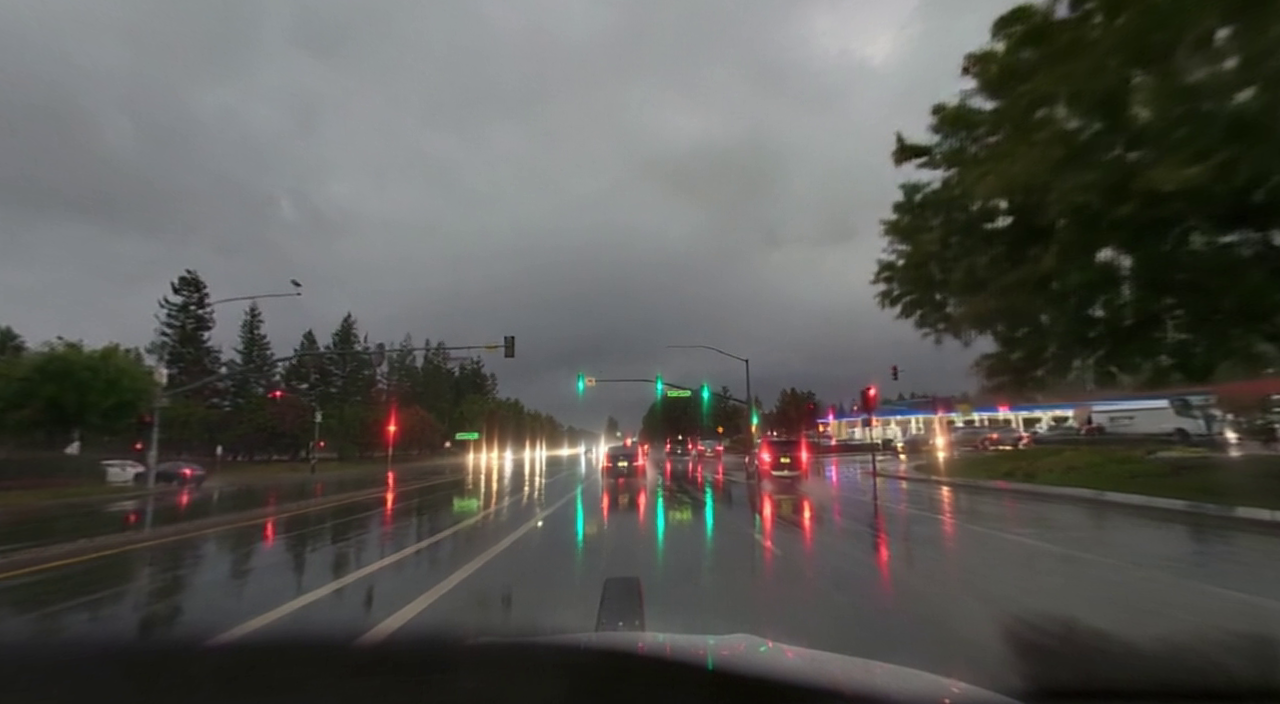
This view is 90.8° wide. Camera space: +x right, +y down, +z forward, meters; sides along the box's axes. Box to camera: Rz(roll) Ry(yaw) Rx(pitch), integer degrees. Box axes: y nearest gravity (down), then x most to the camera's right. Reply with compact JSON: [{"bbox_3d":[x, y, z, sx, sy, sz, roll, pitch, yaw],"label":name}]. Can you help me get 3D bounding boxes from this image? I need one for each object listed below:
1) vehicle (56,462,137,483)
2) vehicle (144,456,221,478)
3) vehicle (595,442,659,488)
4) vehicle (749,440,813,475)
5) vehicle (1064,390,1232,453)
[{"bbox_3d":[-39.451,8.767,45.938,4.308,1.430,1.824,-1,-9,4],"label":"vehicle"},{"bbox_3d":[-34.741,8.726,48.014,4.287,1.612,1.993,0,-9,2],"label":"vehicle"},{"bbox_3d":[-0.409,3.918,22.217,2.040,1.451,3.736,0,-9,0],"label":"vehicle"},{"bbox_3d":[6.374,4.819,29.056,1.890,1.489,4.396,0,-9,-1],"label":"vehicle"},{"bbox_3d":[29.013,4.192,36.746,2.940,3.265,7.968,0,-9,-1],"label":"vehicle"}]
